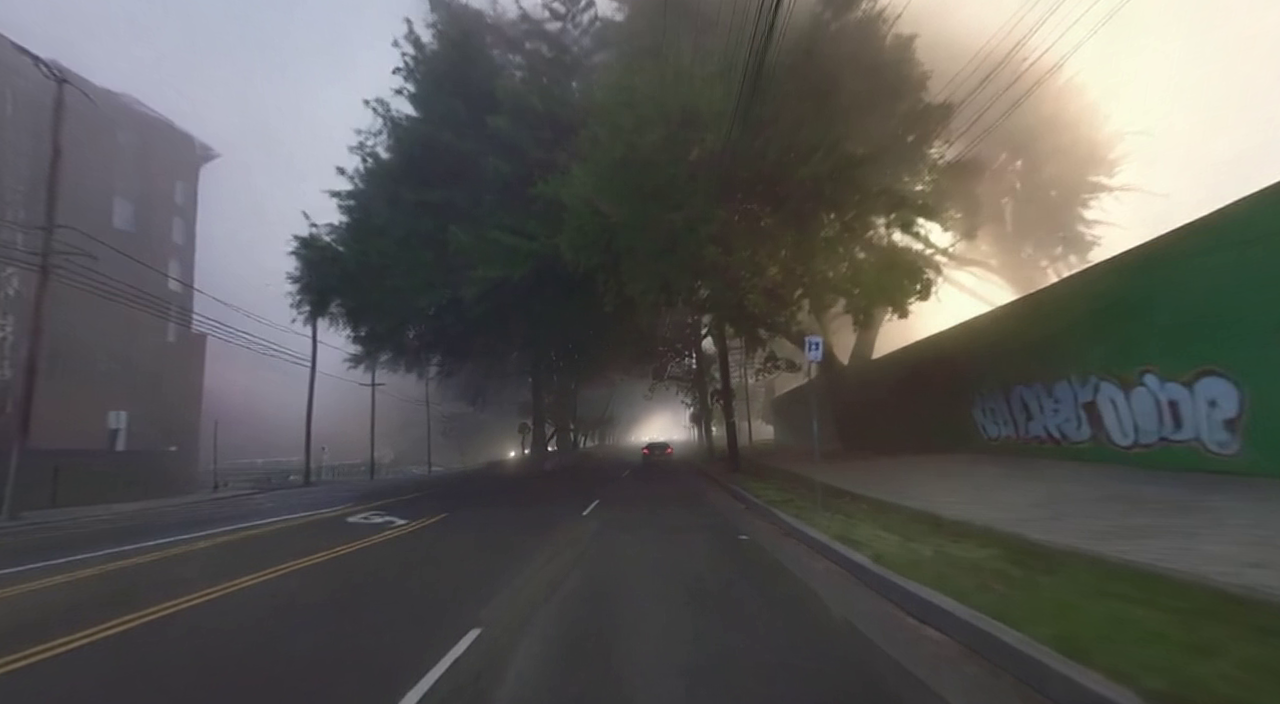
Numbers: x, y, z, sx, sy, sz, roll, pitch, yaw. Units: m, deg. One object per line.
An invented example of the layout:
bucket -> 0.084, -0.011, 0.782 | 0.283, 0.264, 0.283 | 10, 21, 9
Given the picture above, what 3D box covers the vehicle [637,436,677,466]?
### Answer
vehicle -> 0.989, 5.528, 35.398 | 2.105, 1.611, 3.750 | -1, -8, 3
